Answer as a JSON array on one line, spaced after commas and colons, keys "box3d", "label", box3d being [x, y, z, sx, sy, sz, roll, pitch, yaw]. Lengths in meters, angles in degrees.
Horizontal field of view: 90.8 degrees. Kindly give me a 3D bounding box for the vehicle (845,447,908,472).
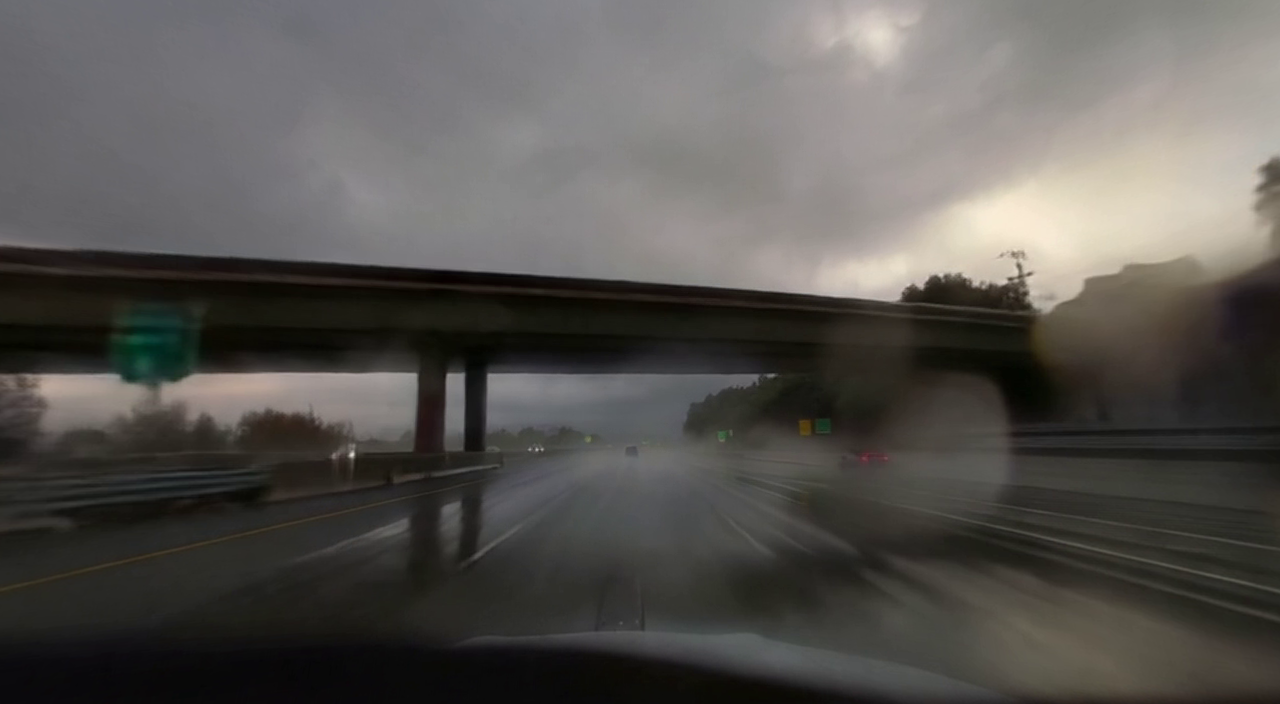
[{"box3d": [15.208, 6.919, 40.934, 1.959, 1.519, 5.235, 0, -9, -1], "label": "vehicle"}]
